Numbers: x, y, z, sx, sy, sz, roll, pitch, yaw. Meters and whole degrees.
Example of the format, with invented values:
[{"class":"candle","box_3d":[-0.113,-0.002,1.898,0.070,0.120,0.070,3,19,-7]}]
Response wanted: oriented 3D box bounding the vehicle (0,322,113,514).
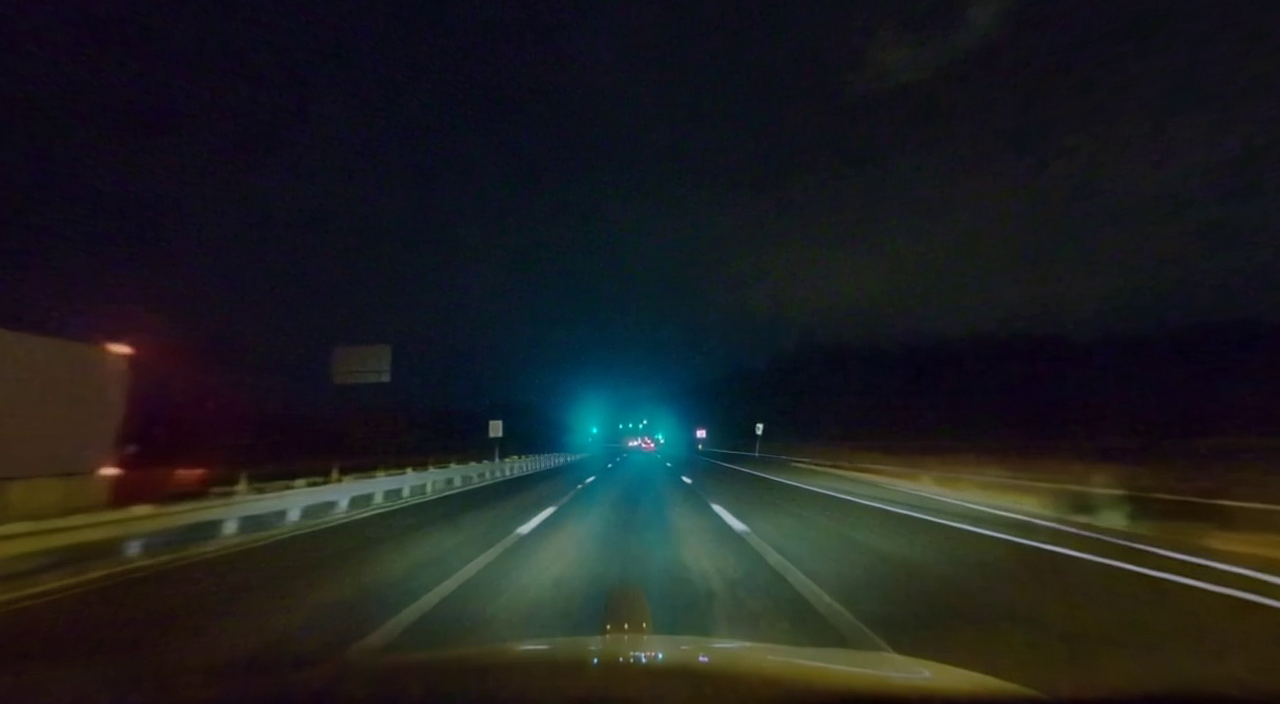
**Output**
[{"class":"vehicle","box_3d":[-15.191,0.778,9.125,2.972,4.061,14.035,0,-8,0]}]
